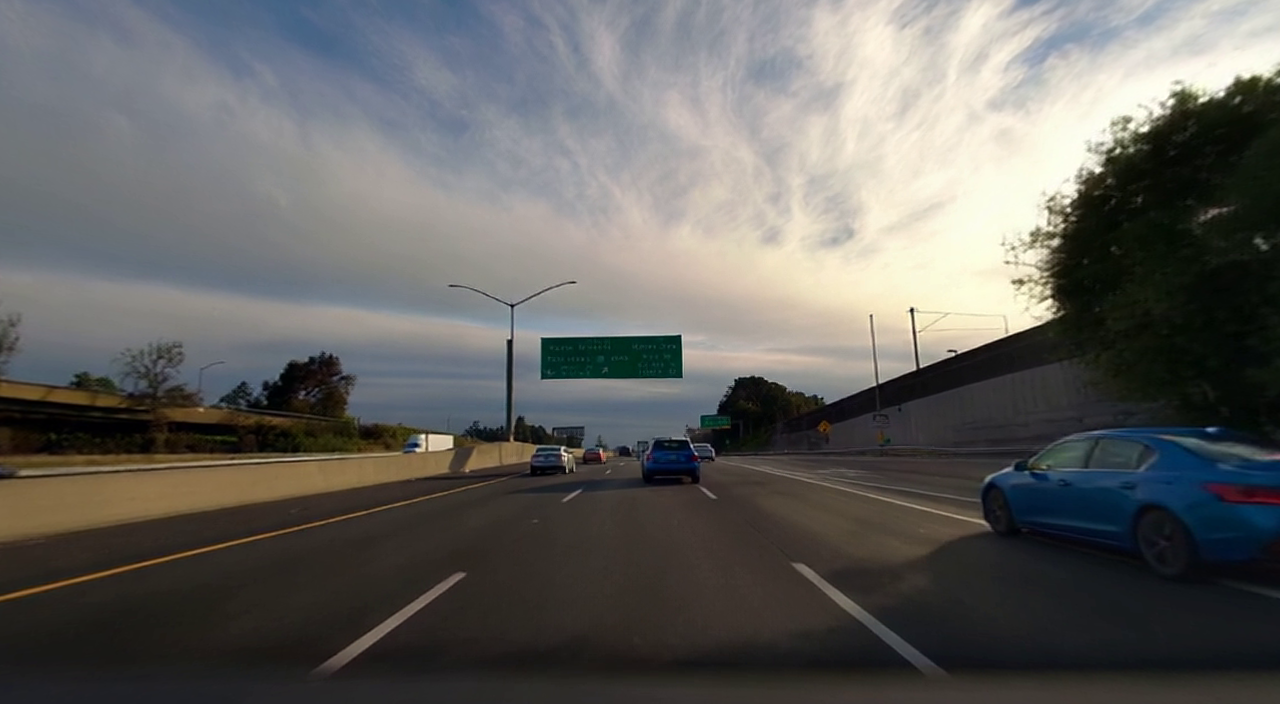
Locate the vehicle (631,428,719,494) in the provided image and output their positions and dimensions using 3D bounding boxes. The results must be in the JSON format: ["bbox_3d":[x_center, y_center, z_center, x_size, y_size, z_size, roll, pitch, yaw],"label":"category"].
[{"bbox_3d":[0.903,3.223,18.881,2.202,1.748,4.158,1,-9,-3],"label":"vehicle"}]

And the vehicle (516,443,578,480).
[{"bbox_3d":[-4.013,4.802,27.889,2.031,1.491,4.145,0,-9,1],"label":"vehicle"}]

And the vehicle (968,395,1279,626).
[{"bbox_3d":[5.639,1.445,6.504,2.055,1.656,4.370,0,-9,-1],"label":"vehicle"}]
